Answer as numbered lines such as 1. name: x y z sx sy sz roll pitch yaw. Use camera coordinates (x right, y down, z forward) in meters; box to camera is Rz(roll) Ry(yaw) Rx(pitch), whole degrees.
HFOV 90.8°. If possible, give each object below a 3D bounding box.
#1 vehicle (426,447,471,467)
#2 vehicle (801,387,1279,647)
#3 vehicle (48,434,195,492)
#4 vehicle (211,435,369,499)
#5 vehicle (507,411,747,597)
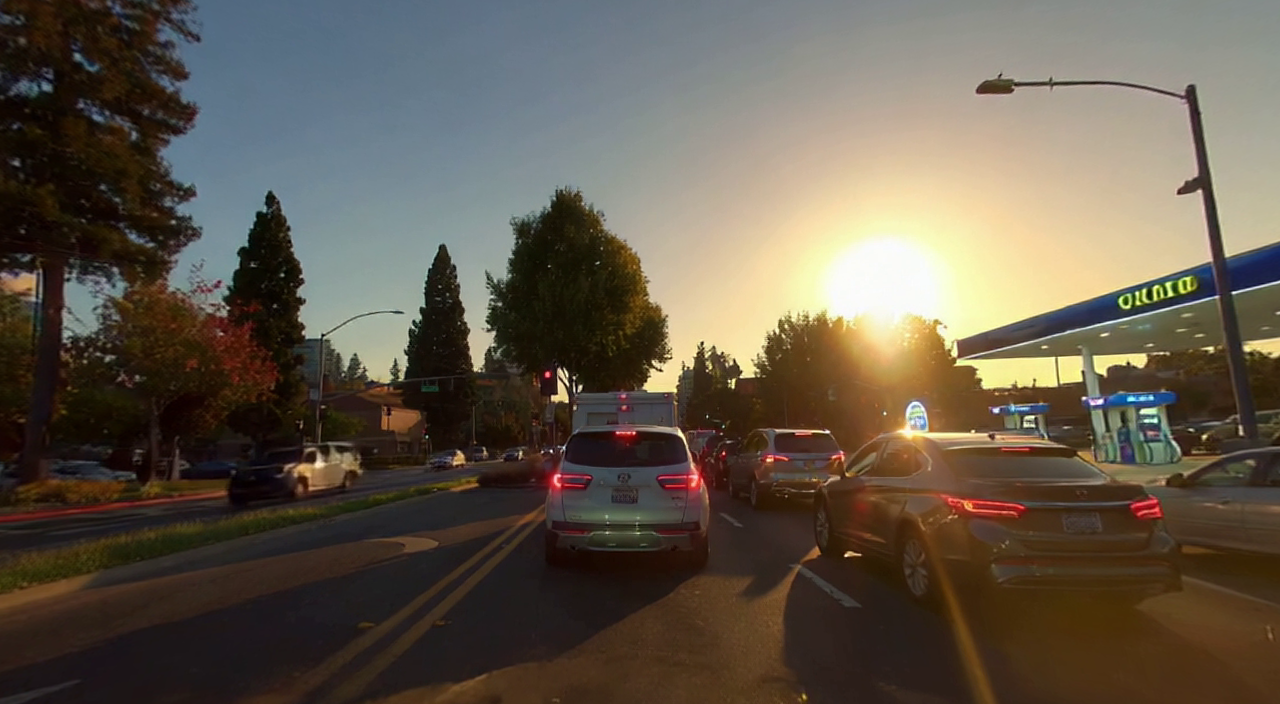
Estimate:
1. vehicle: -14.738 8.080 48.828 2.011 1.465 4.528 -1 -9 1
2. vehicle: 3.362 1.419 6.480 2.056 1.700 4.399 0 -9 -3
3. vehicle: -26.953 5.769 33.299 2.571 2.711 6.027 0 -9 -1
4. vehicle: -10.978 3.637 20.396 2.190 1.778 5.033 0 -9 0
5. vehicle: -0.156 1.616 7.492 2.106 1.613 3.697 0 -9 -1
